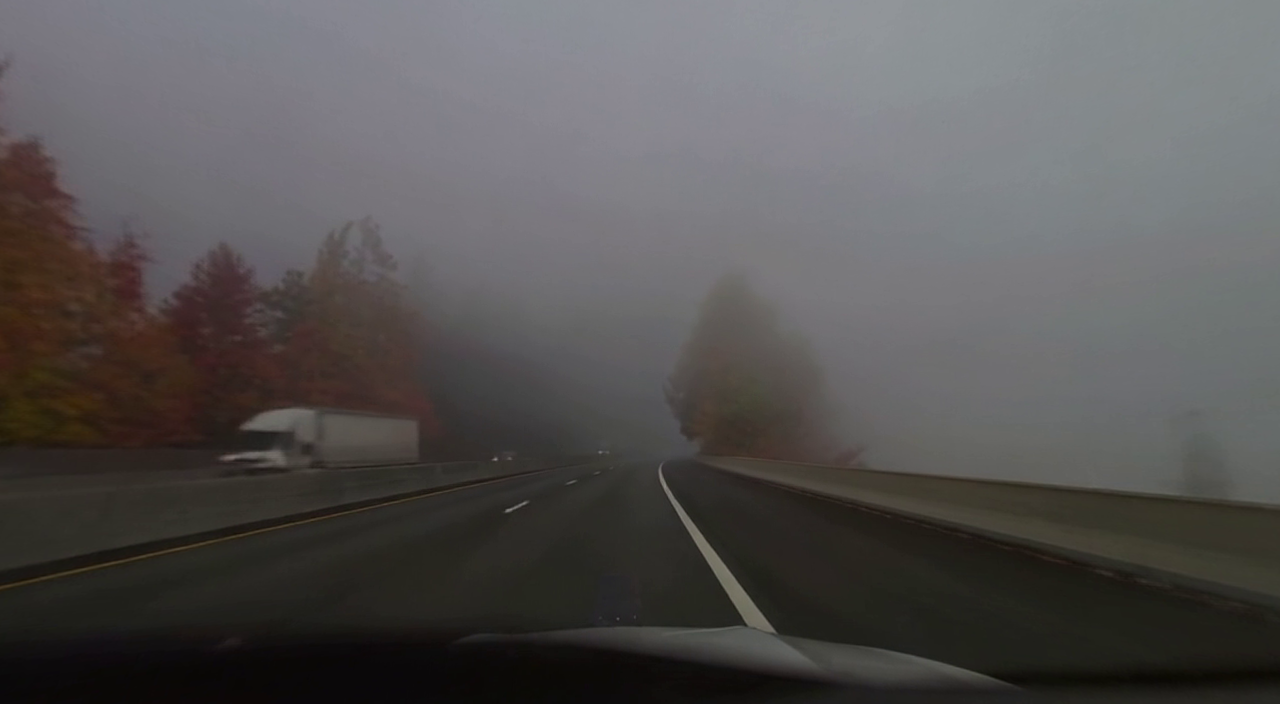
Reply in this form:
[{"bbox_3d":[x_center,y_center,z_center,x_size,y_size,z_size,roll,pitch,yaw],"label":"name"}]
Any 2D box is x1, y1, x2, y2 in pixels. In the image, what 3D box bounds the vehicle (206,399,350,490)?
[{"bbox_3d":[-18.018,4.715,31.884,3.013,4.047,6.923,0,-9,0],"label":"vehicle"}]
